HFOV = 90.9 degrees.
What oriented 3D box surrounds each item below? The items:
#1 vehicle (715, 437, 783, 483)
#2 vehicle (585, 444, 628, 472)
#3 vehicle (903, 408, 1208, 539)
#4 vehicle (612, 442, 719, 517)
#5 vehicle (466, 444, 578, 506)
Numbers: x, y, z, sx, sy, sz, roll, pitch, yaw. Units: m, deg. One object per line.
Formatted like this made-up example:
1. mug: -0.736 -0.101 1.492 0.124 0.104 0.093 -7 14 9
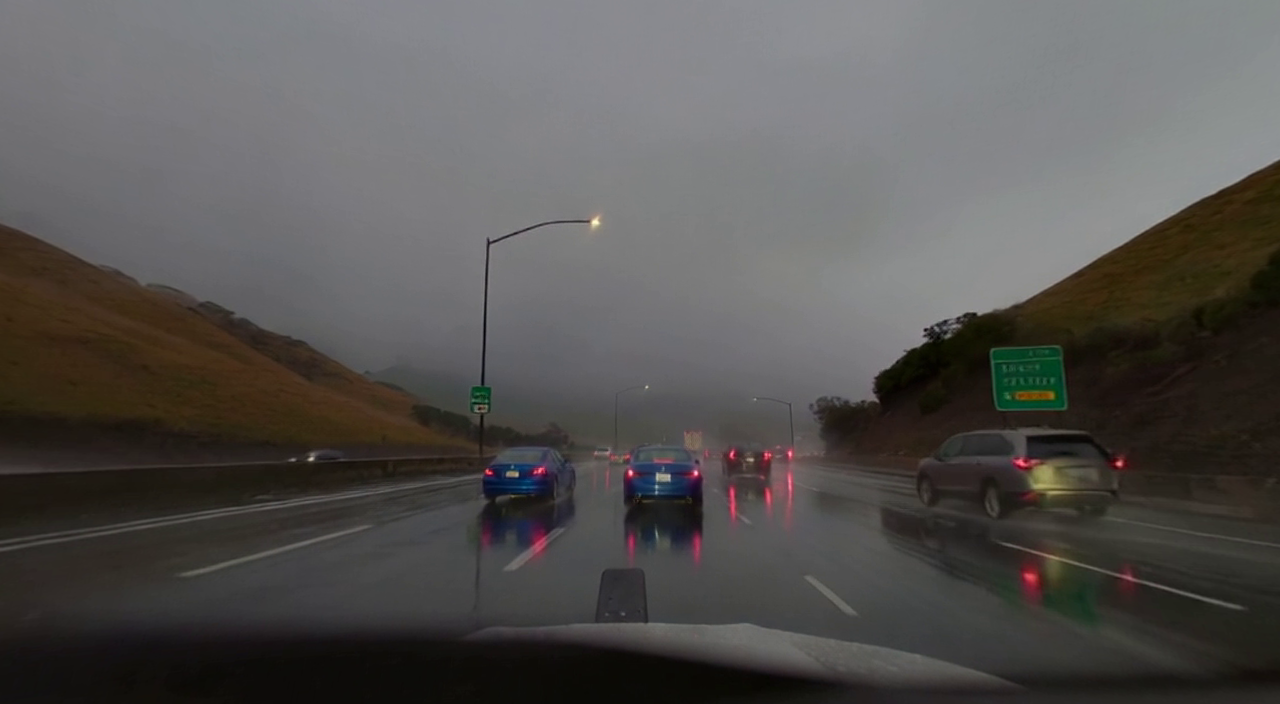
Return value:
1. vehicle: 4.392 4.425 26.159 2.083 1.693 4.740 0 -8 2
2. vehicle: -1.926 6.281 37.656 2.034 1.572 4.444 -1 -8 4
3. vehicle: 6.901 2.078 11.397 2.210 1.831 4.843 0 -8 1
4. vehicle: 0.546 2.755 14.183 2.072 1.431 3.904 -1 -8 2
5. vehicle: -2.993 3.225 17.057 2.017 1.446 4.384 -1 -8 3
